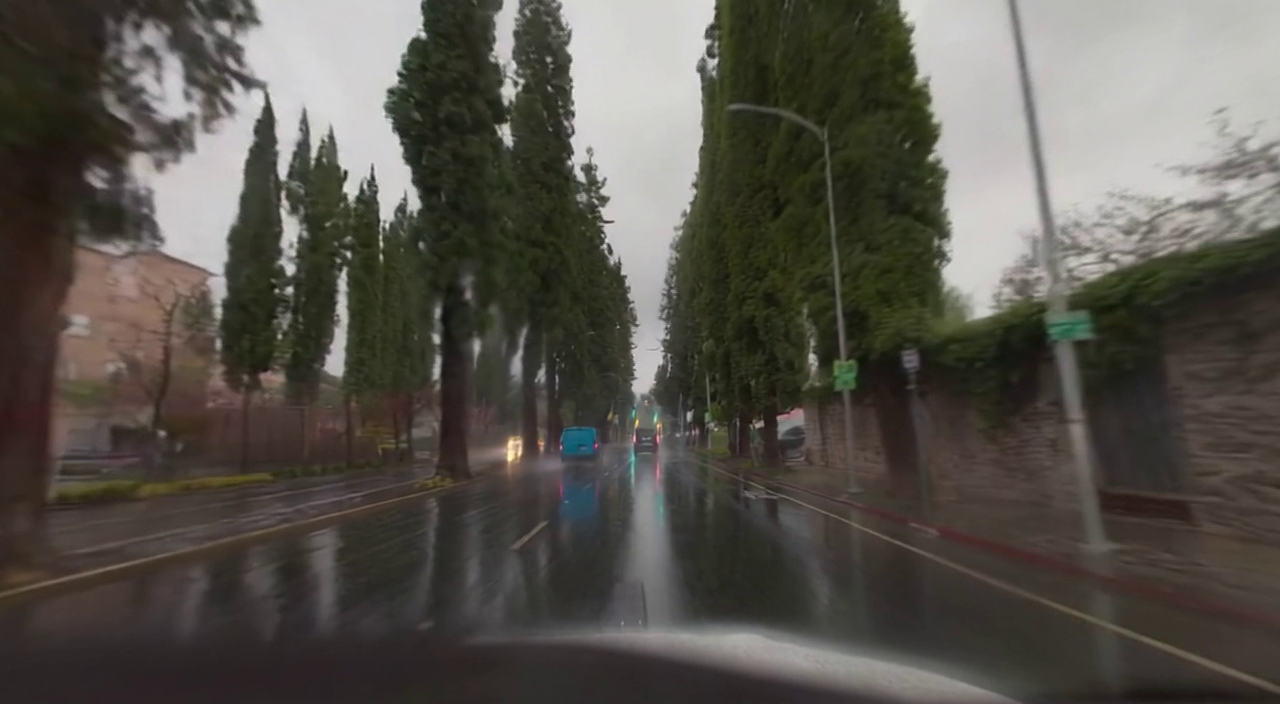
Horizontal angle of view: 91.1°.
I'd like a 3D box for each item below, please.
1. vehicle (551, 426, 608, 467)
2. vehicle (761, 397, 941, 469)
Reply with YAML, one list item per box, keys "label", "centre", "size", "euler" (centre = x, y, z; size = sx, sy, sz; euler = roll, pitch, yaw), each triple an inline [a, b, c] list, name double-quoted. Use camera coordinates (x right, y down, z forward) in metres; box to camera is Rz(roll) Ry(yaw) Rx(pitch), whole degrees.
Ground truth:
- label: "vehicle"
  centre: [-2.928, 4.722, 31.396]
  size: [2.281, 1.837, 4.845]
  euler: [0, -8, 1]
- label: "vehicle"
  centre: [9.274, 3.649, 28.531]
  size: [7.177, 2.935, 3.132]
  euler: [0, -7, 6]
